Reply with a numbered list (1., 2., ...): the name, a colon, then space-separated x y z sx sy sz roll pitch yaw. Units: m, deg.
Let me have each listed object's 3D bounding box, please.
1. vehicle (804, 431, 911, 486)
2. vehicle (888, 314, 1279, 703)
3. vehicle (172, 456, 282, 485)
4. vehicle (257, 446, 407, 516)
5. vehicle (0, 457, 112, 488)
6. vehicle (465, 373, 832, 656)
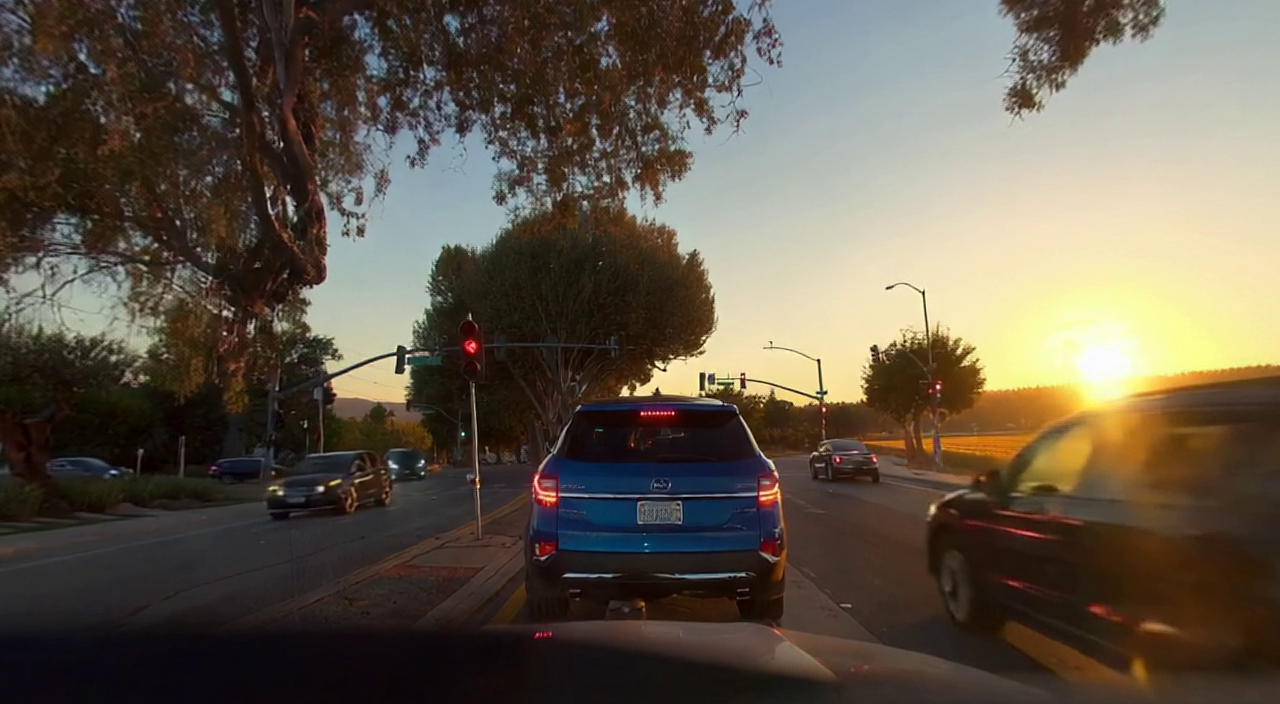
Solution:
1. vehicle: 7.091 3.518 21.118 2.012 1.636 4.352 0 -8 0
2. vehicle: 3.267 0.866 2.998 2.340 1.693 4.516 0 -8 0
3. vehicle: -22.534 6.457 34.490 4.559 1.458 2.265 -1 -8 7
4. vehicle: -8.062 3.358 17.083 2.192 1.606 4.510 1 -8 -6
5. vehicle: -33.233 6.831 35.748 4.605 1.626 2.251 0 -8 2
6. vehicle: 0.043 1.321 6.117 2.298 1.770 4.138 0 -8 0
